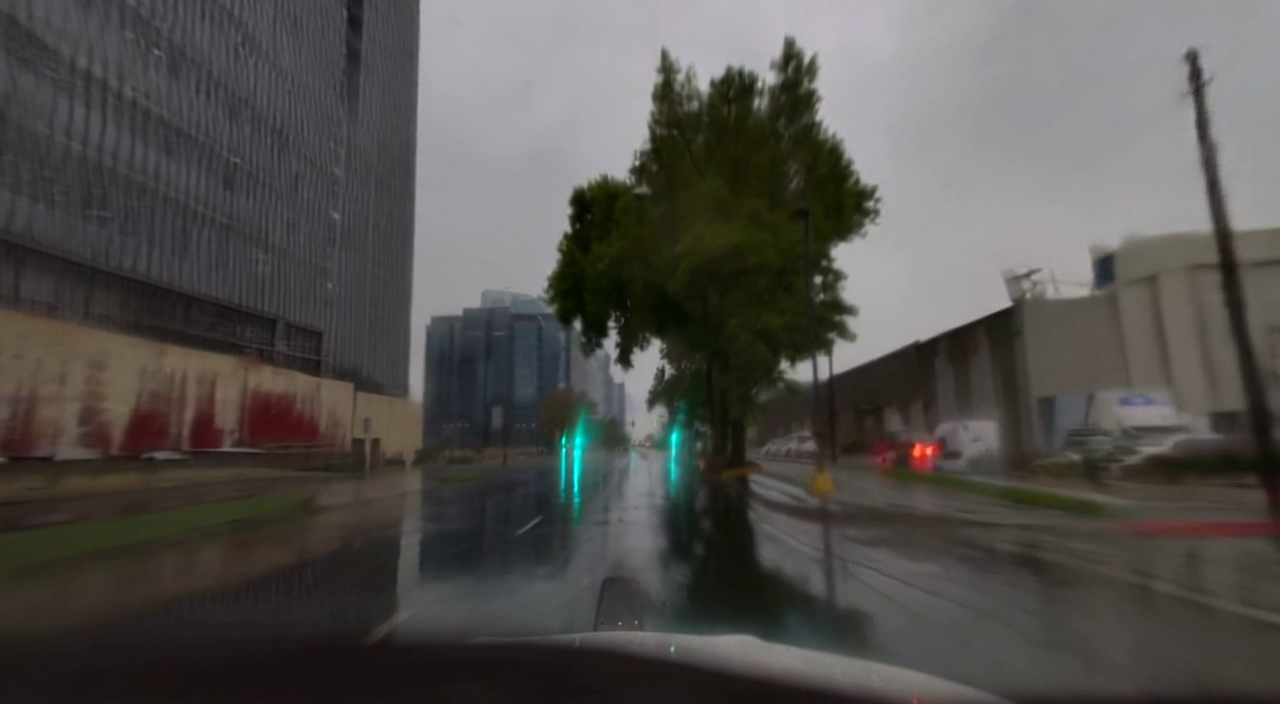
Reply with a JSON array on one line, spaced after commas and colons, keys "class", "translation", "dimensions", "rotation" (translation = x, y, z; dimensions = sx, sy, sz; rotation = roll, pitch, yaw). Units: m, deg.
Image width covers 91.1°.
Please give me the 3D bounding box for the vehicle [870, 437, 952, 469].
[{"class": "vehicle", "translation": [14.735, 5.488, 34.291], "dimensions": [3.627, 1.567, 1.774], "rotation": [-2, -7, 1]}]
